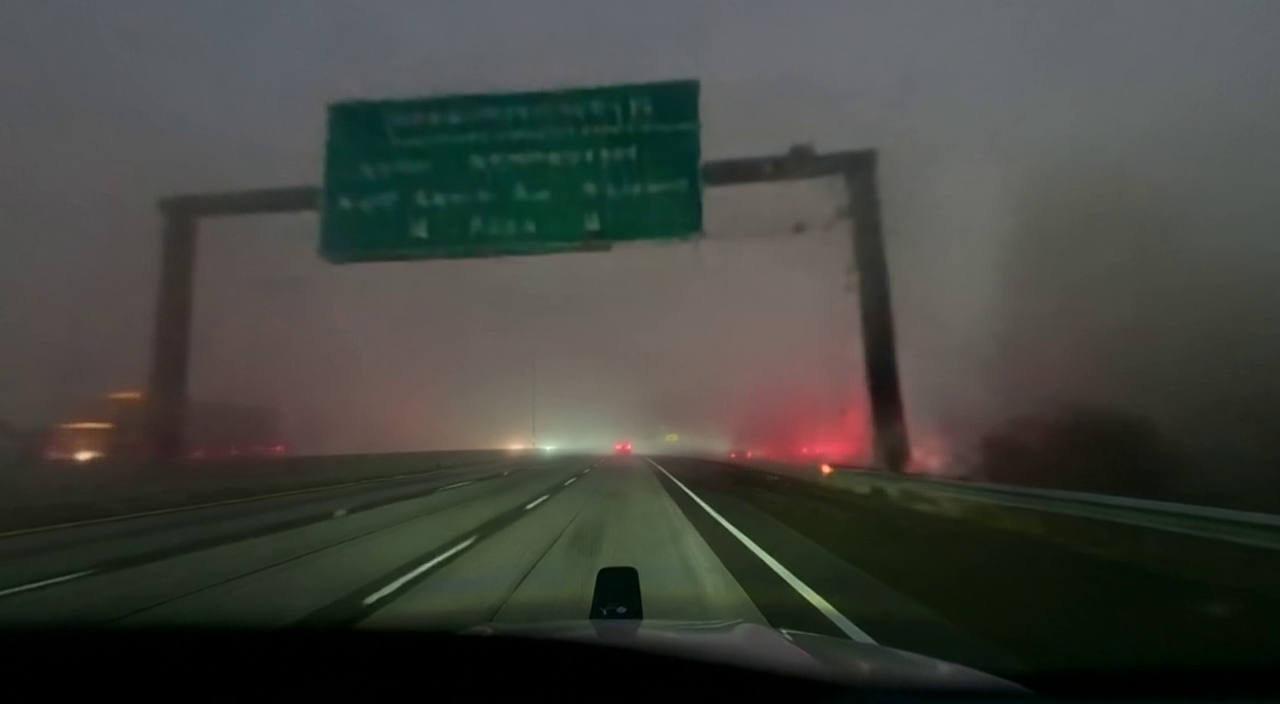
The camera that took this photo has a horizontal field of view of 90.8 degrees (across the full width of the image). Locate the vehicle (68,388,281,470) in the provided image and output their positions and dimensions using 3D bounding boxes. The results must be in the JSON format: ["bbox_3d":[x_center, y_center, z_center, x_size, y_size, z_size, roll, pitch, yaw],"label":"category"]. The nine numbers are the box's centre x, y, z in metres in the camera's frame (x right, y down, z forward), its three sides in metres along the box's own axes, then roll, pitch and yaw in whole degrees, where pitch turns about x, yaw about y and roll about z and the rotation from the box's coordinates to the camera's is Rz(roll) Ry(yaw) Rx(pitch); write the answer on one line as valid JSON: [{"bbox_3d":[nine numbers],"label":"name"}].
[{"bbox_3d":[-25.555,4.598,36.119,2.771,3.832,12.471,0,-9,-1],"label":"vehicle"}]
